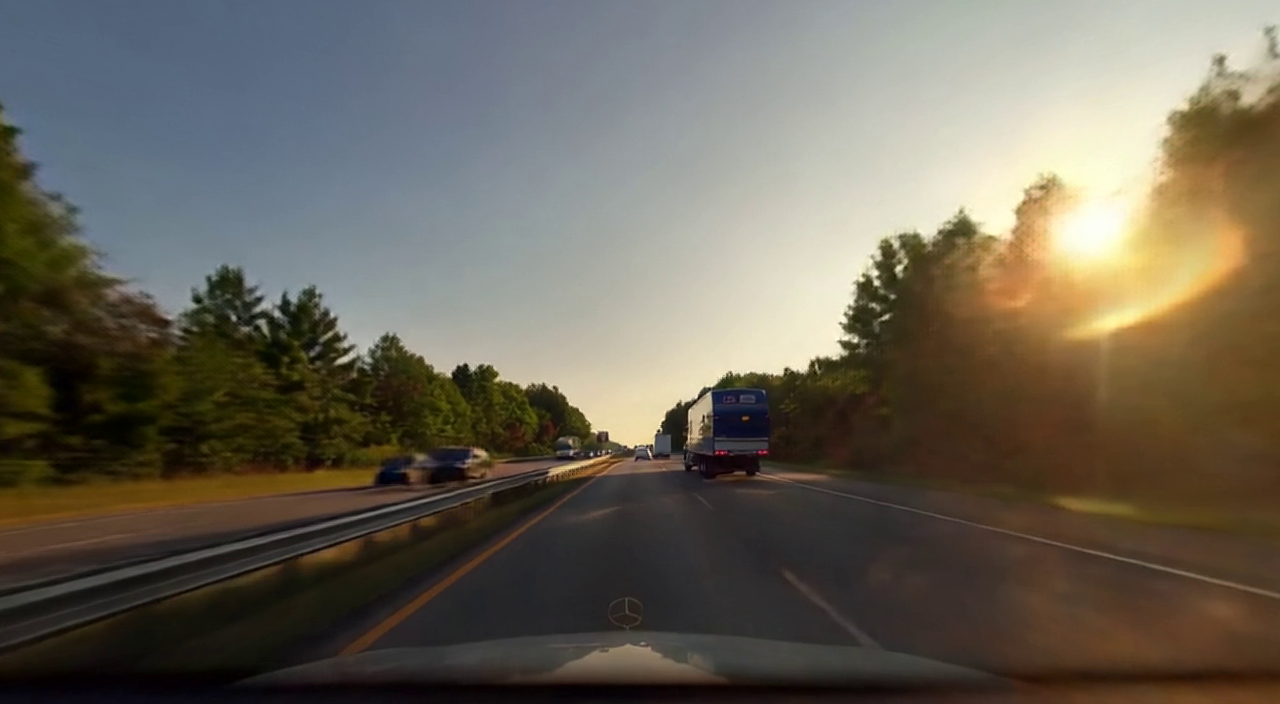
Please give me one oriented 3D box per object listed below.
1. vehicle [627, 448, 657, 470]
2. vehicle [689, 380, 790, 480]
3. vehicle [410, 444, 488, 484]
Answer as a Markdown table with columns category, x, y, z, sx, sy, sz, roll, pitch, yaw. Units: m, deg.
| category | x | y | z | sx | sy | sz | roll | pitch | yaw |
| --- | --- | --- | --- | --- | --- | --- | --- | --- | --- |
| vehicle | 0.135 | 7.214 | 42.756 | 1.926 | 1.386 | 3.615 | 0 | -9 | 0 |
| vehicle | 4.678 | 4.321 | 33.248 | 2.939 | 4.129 | 14.300 | 0 | -9 | 0 |
| vehicle | -8.648 | 5.108 | 29.004 | 2.155 | 1.659 | 4.565 | 0 | -9 | 0 |
